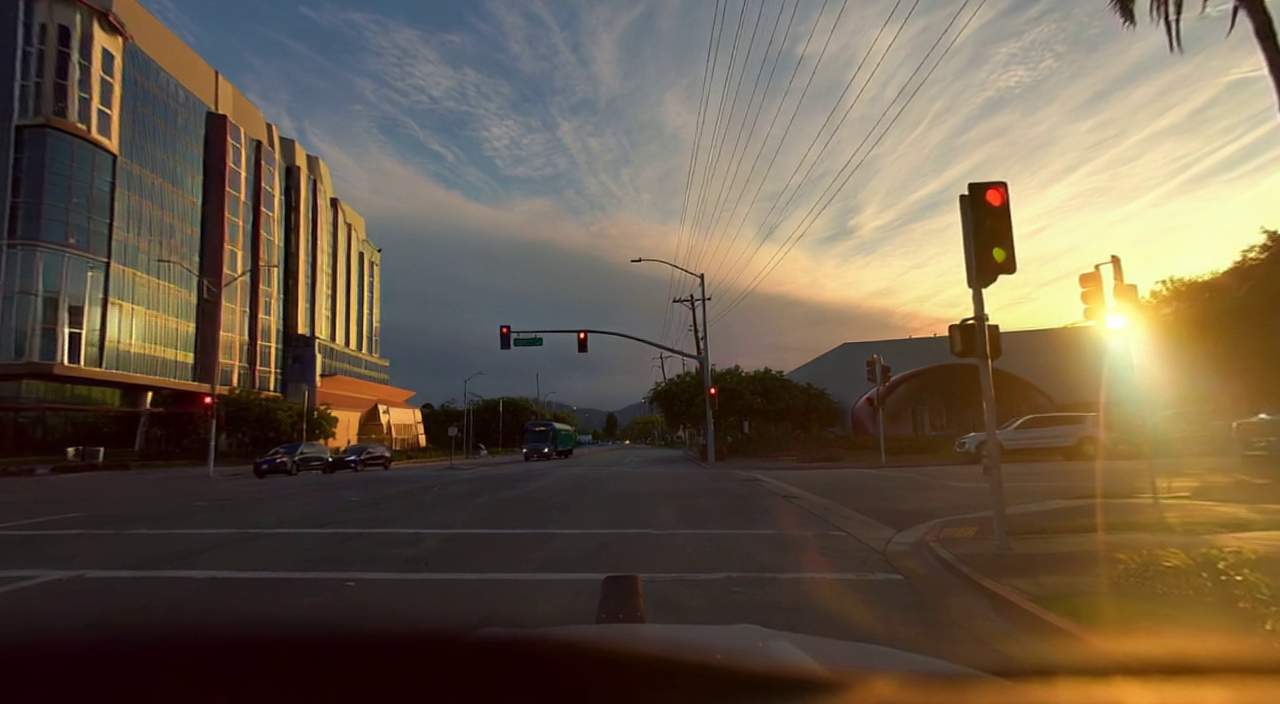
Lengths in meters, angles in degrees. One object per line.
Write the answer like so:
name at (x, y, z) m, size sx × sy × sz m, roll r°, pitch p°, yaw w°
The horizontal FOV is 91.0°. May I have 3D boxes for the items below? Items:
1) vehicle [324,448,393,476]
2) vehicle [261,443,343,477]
vehicle at (-15.335, 5.988, 34.490) m, size 1.875 × 1.389 × 3.784 m, roll 0°, pitch -9°, yaw 3°
vehicle at (-19.059, 6.087, 35.782) m, size 2.017 × 1.739 × 4.569 m, roll 0°, pitch -9°, yaw 2°
